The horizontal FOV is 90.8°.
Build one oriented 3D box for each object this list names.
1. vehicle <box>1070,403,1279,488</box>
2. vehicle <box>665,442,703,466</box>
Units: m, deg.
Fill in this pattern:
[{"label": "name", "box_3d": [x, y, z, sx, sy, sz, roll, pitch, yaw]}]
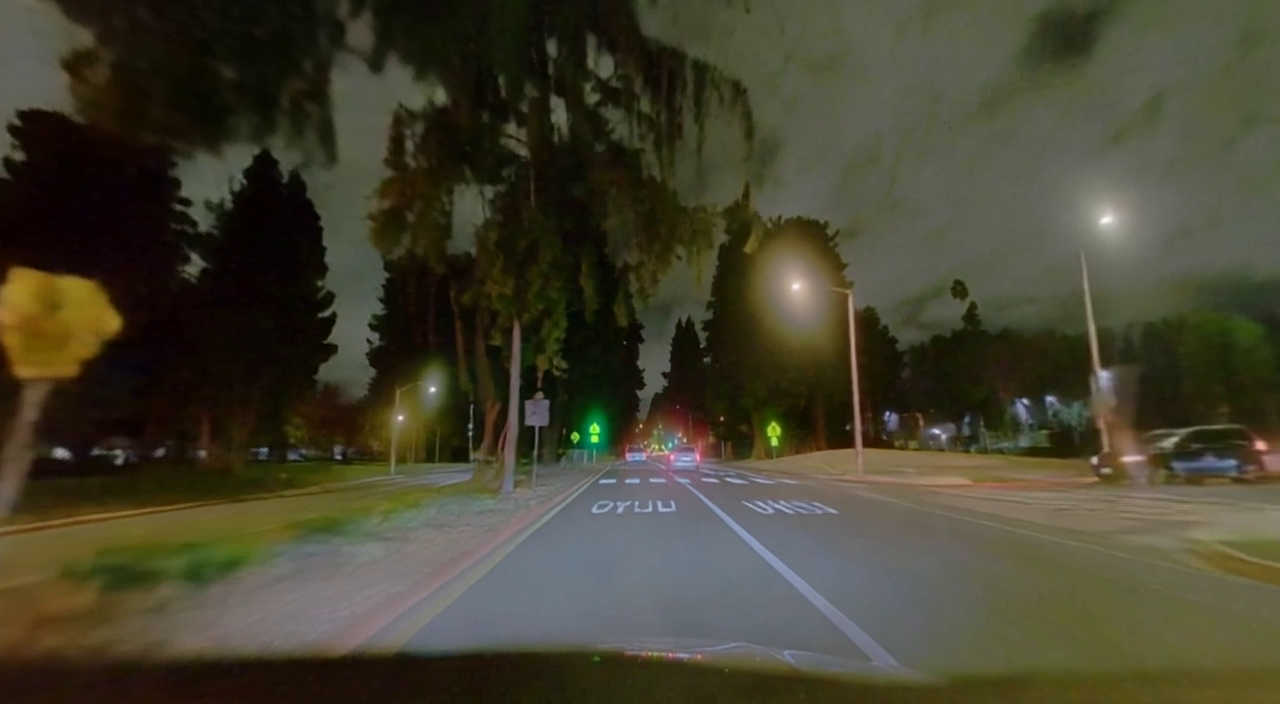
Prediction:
[{"label": "vehicle", "box_3d": [18.185, 3.117, 21.403, 5.378, 2.566, 2.402, -1, -6, -2]}, {"label": "vehicle", "box_3d": [2.931, 6.928, 43.033, 2.142, 1.501, 4.273, 0, -8, -1]}]
